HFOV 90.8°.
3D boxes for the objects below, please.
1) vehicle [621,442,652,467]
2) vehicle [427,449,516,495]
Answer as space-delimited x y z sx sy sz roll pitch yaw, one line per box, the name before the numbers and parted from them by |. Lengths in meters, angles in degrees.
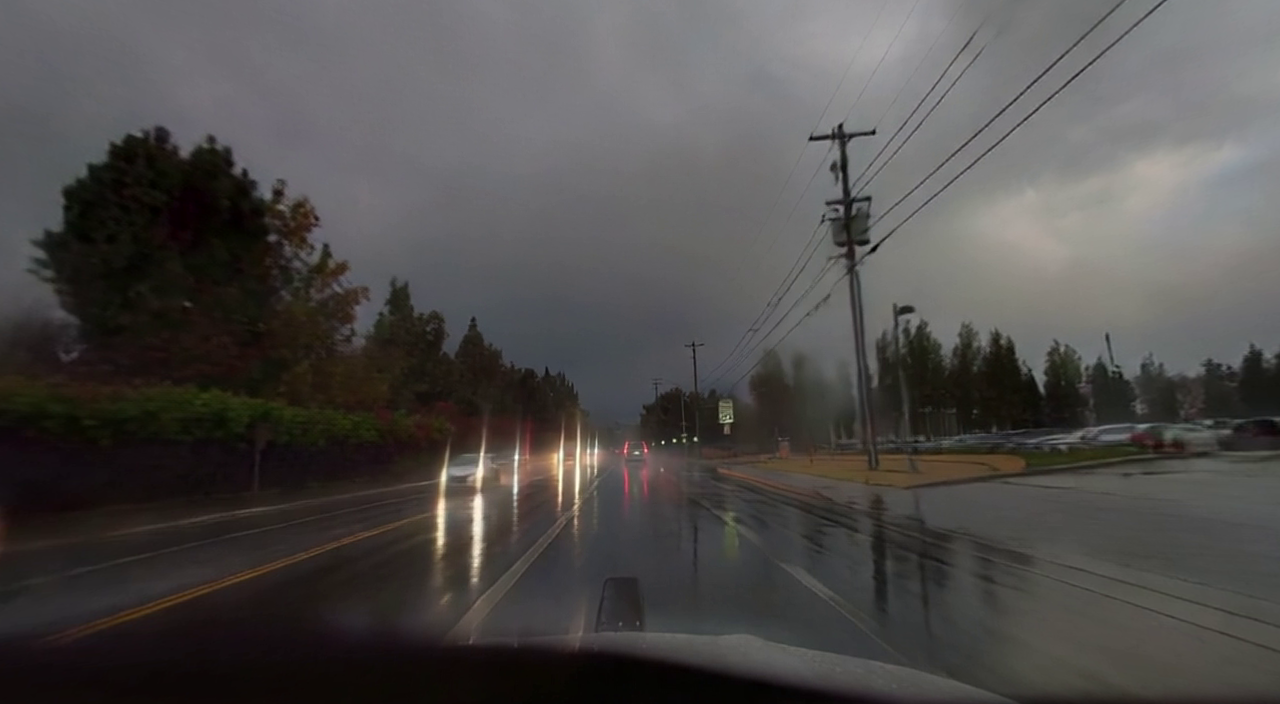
vehicle | -0.327 7.522 46.478 2.163 1.746 4.073 0 -8 -2
vehicle | -5.908 4.245 22.779 2.030 1.445 4.321 -1 -8 0
